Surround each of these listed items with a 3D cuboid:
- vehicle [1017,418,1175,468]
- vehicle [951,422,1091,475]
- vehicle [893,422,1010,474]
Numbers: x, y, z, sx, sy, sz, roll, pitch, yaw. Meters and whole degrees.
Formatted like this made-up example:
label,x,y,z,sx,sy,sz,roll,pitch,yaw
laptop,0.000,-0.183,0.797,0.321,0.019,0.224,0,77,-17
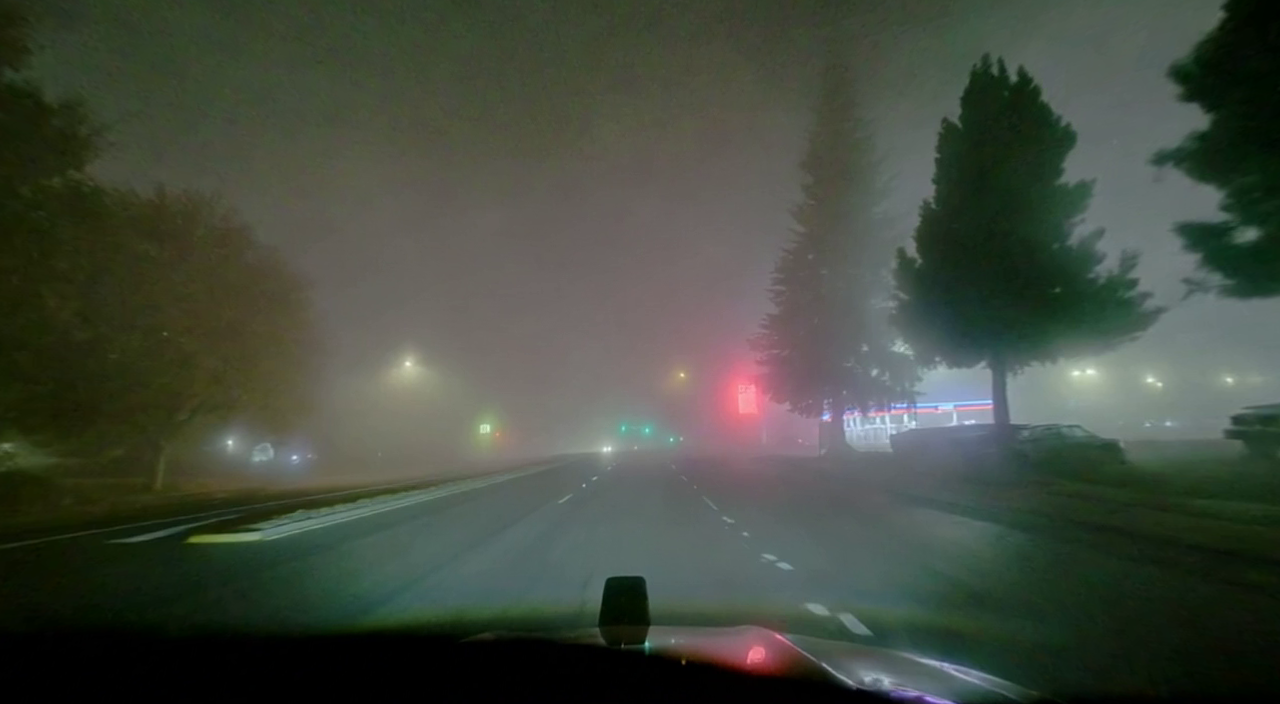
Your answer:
label,x,y,z,sx,sy,sz,roll,pitch,yaw
vehicle,15.081,3.072,21.260,1.804,1.483,4.690,0,-8,-1
vehicle,12.115,3.116,20.448,1.812,1.517,4.424,0,-8,1
vehicle,12.408,3.876,25.614,1.983,1.727,5.085,-4,-8,-1
